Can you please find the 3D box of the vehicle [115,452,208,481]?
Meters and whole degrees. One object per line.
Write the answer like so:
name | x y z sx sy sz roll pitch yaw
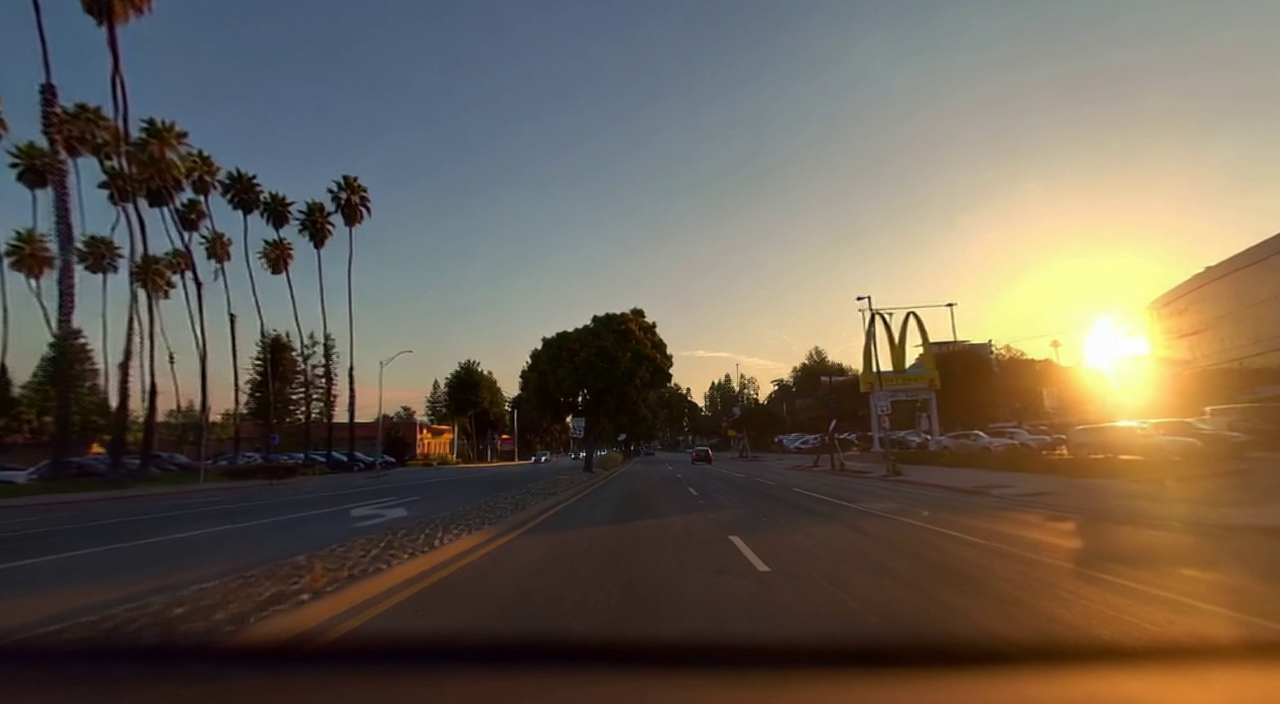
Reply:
vehicle | -27.833 6.661 36.871 2.067 1.563 4.043 0 -9 3

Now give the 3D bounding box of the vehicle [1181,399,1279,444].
vehicle | 31.356 3.535 31.670 6.052 2.013 2.331 0 -10 2

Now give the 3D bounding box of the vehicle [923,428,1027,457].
vehicle | 18.725 5.112 35.431 4.691 1.545 1.900 -1 -9 5

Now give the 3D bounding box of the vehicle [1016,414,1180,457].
vehicle | 19.312 3.562 26.836 5.123 1.730 2.183 0 -9 3
